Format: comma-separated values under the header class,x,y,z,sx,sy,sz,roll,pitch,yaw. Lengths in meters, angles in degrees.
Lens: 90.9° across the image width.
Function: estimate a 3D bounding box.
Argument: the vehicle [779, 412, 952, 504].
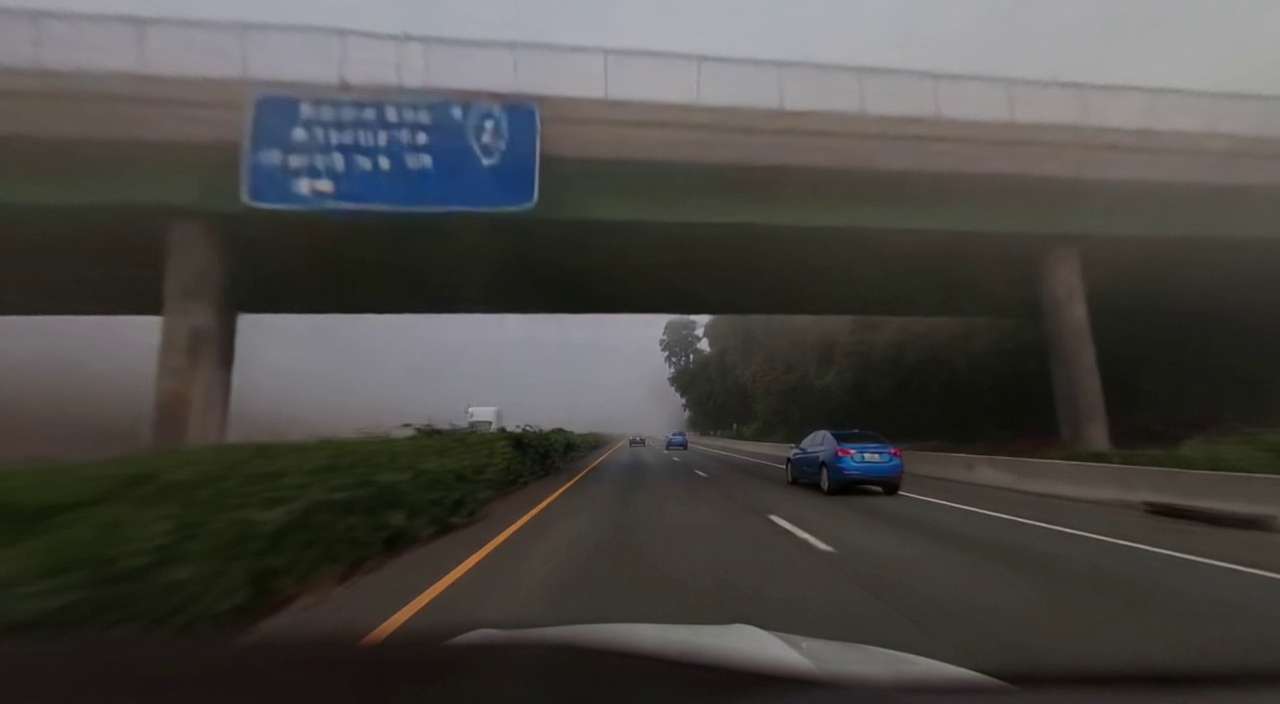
class,x,y,z,sx,sy,sz,roll,pitch,yaw
vehicle,4.570,2.211,13.532,2.073,1.651,4.065,0,-8,-2
